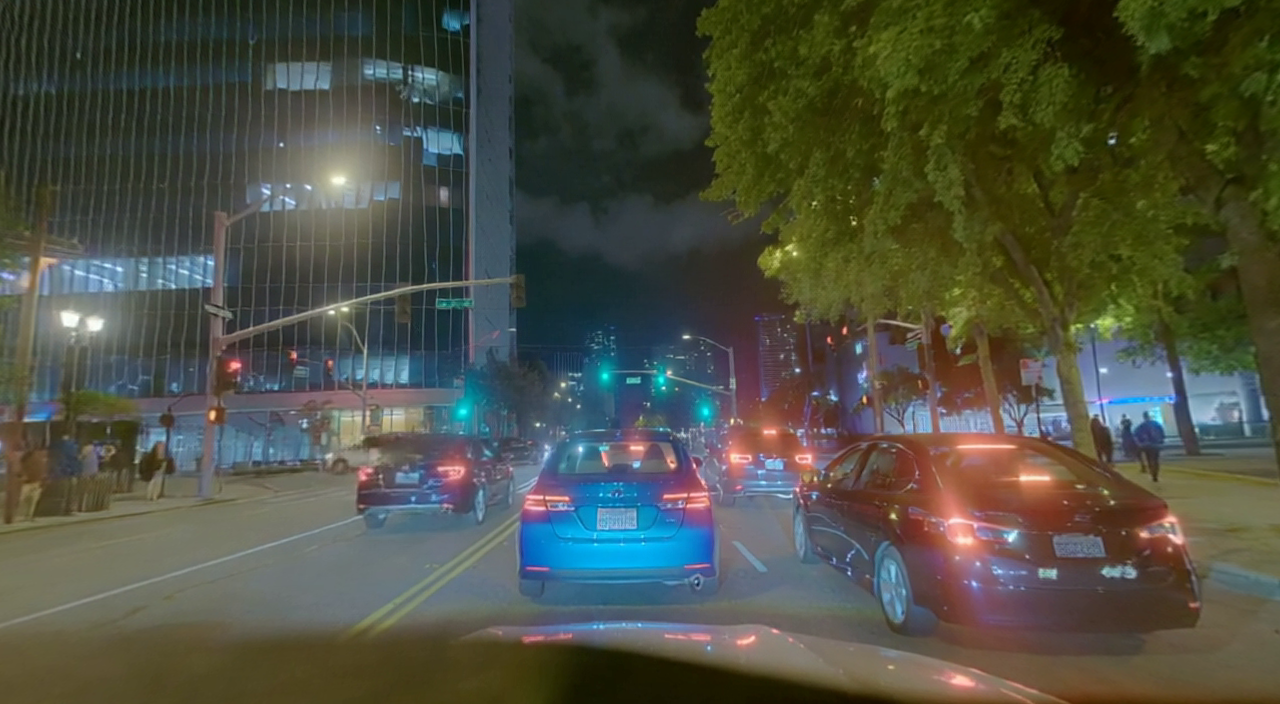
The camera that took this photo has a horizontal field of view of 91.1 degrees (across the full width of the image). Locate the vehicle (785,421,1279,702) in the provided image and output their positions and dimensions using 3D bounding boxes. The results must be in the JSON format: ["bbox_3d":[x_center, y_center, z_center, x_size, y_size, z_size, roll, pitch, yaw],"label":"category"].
[{"bbox_3d":[2.754,1.411,5.459,1.952,1.464,4.165,0,-8,-1],"label":"vehicle"}]

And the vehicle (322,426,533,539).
[{"bbox_3d":[-3.254,2.082,10.701,2.068,1.513,4.221,0,-8,1],"label":"vehicle"}]

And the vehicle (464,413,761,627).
[{"bbox_3d":[-0.262,1.477,6.504,2.072,1.476,4.078,0,-8,-2],"label":"vehicle"}]

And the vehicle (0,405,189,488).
[{"bbox_3d":[-26.499,4.344,29.054,8.989,3.623,2.884,0,-8,2],"label":"vehicle"}]
